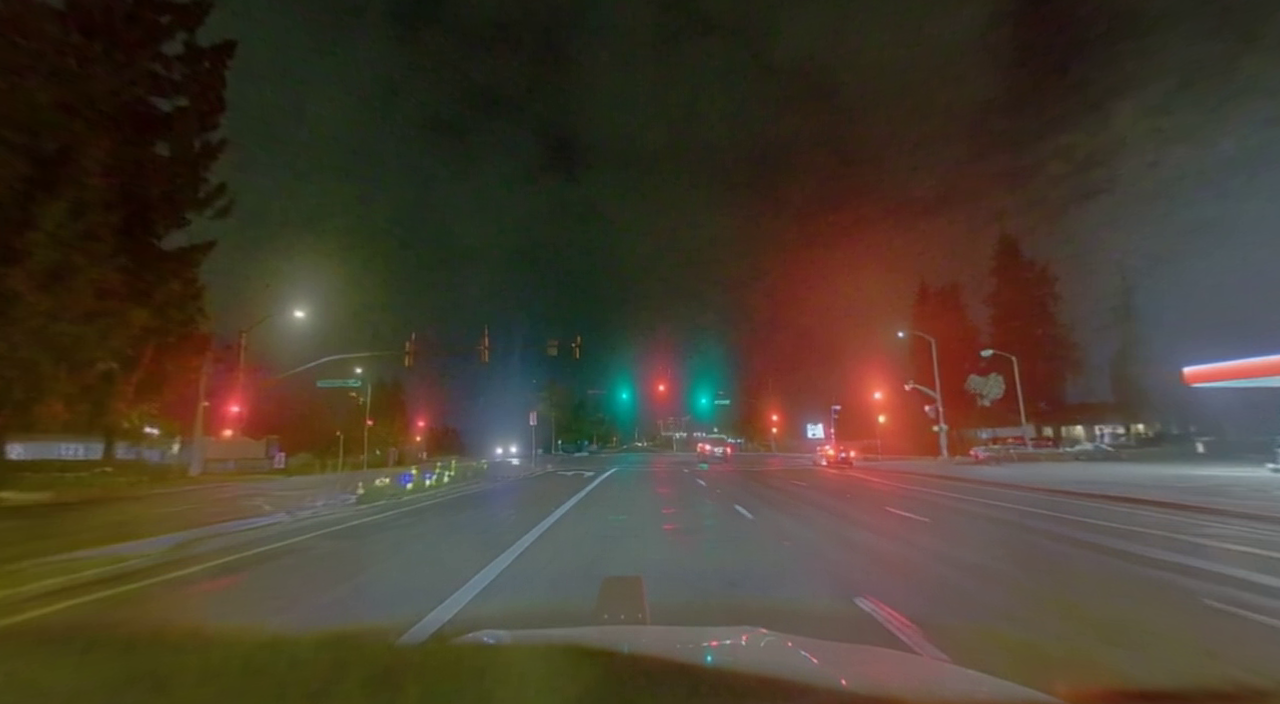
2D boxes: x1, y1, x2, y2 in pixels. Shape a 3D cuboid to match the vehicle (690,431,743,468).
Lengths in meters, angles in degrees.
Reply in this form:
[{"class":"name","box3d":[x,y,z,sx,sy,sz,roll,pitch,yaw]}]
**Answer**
[{"class":"vehicle","box3d":[3.747,4.902,31.544,2.090,1.717,4.063,0,-8,-1]}]
